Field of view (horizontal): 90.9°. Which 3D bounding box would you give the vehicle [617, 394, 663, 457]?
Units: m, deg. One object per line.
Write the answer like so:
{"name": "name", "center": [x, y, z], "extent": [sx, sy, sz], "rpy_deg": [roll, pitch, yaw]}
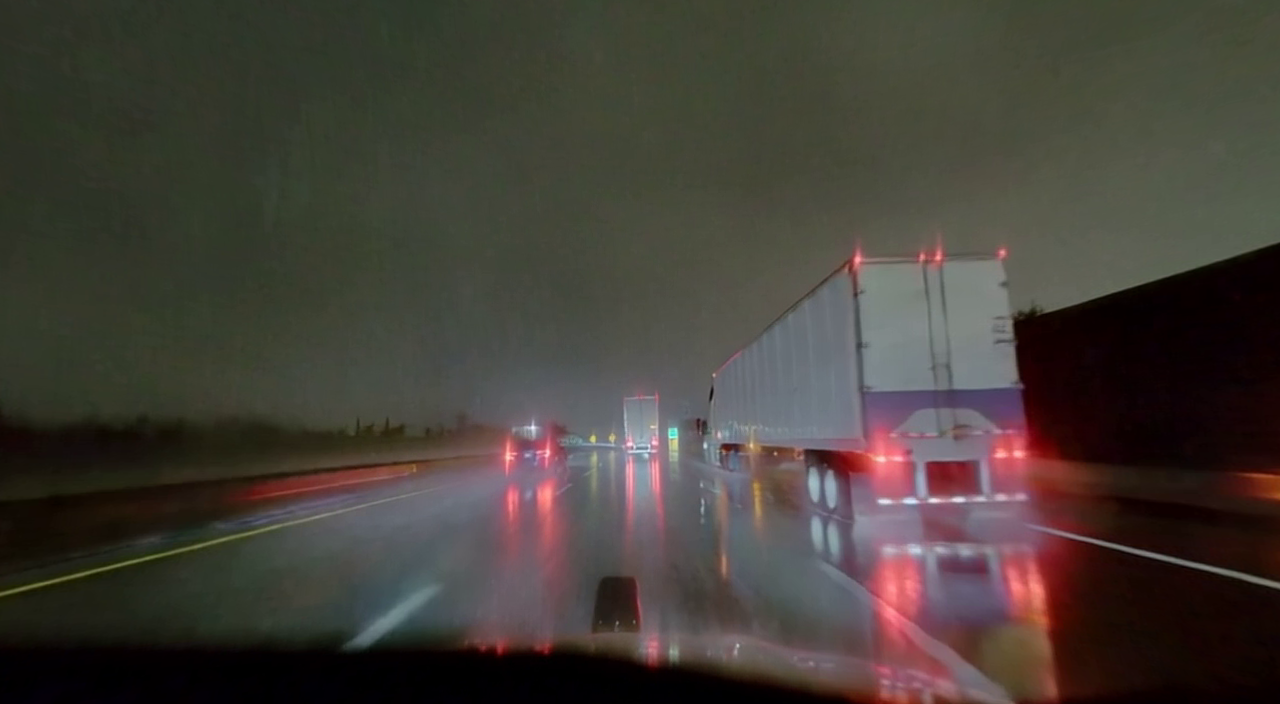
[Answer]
{"name": "vehicle", "center": [0.125, 5.681, 47.564], "extent": [2.966, 4.072, 13.408], "rpy_deg": [0, -8, 1]}

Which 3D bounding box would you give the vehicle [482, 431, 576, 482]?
{"name": "vehicle", "center": [-3.659, 3.555, 21.855], "extent": [2.208, 1.542, 5.138], "rpy_deg": [0, -8, 1]}

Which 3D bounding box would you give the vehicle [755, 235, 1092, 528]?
{"name": "vehicle", "center": [4.531, 0.903, 12.681], "extent": [2.873, 3.998, 8.286], "rpy_deg": [0, -8, 0]}
